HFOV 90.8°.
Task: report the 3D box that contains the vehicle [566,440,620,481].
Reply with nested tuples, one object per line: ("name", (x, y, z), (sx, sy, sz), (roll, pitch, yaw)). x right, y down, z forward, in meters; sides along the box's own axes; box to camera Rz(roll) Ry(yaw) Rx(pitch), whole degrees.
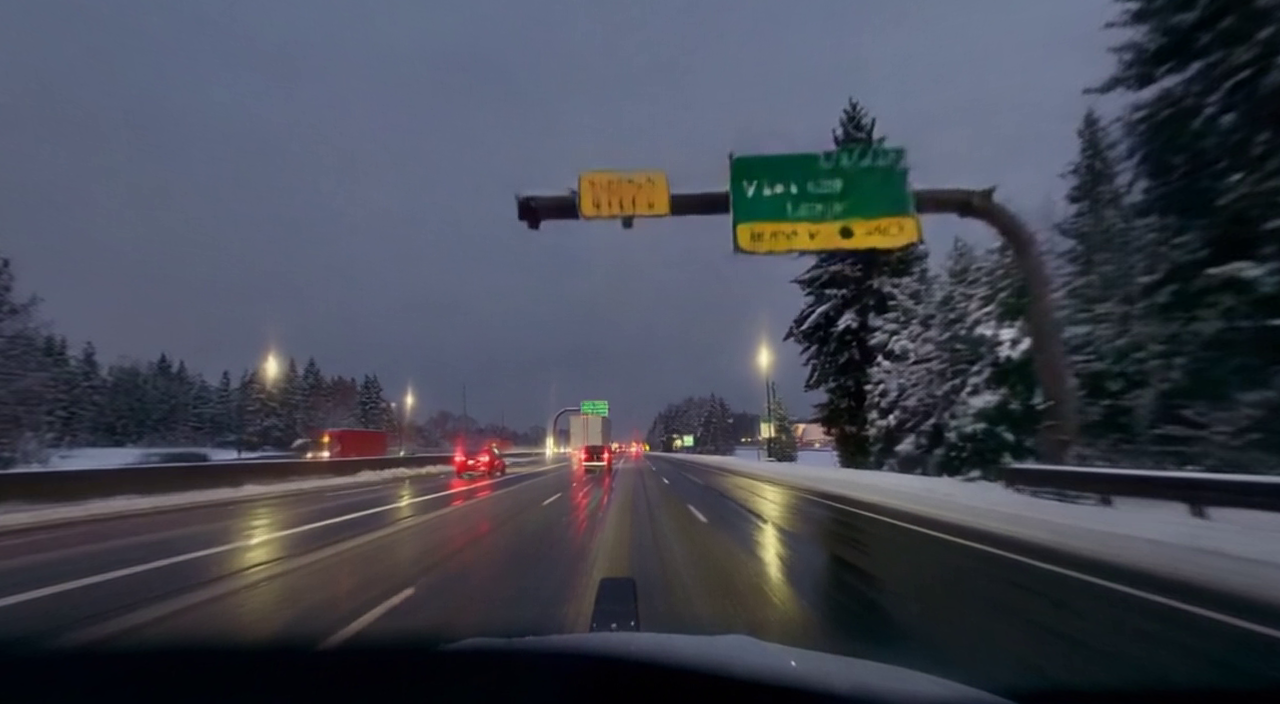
("vehicle", (-1.996, 4.758, 28.008), (2.033, 1.669, 4.112), (0, -9, 1))

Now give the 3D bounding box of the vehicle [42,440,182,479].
("vehicle", (-23.182, 4.742, 28.061), (2.022, 1.562, 4.859), (0, -9, 0))

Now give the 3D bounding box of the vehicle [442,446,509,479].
("vehicle", (-7.794, 5.252, 30.344), (2.026, 1.477, 4.467), (0, -9, 0))
